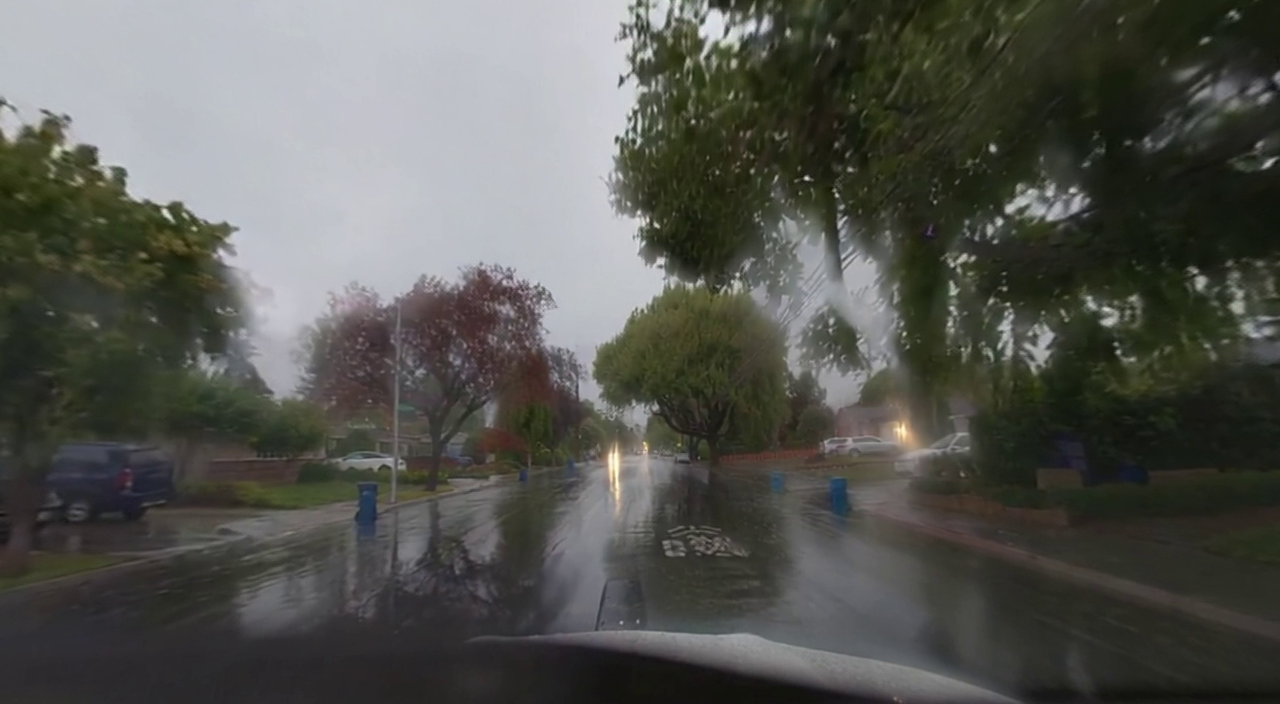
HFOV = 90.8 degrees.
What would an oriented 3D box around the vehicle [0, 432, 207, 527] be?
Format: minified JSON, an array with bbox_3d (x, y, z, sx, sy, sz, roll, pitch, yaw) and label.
[{"bbox_3d":[-12.934,2.794,14.183,4.909,1.914,2.082,-1,-9,4],"label":"vehicle"}]

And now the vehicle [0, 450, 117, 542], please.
[{"bbox_3d":[-12.831,2.607,11.822,4.406,1.539,1.912,0,-9,2],"label":"vehicle"}]

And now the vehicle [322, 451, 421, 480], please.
[{"bbox_3d":[-14.067,5.903,33.124,4.477,1.449,1.922,5,-10,-31],"label":"vehicle"}]

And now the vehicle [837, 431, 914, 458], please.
[{"bbox_3d":[16.404,6.500,44.192,4.562,1.832,1.987,0,-9,-1],"label":"vehicle"}]

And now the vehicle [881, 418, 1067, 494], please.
[{"bbox_3d":[10.432,3.274,20.001,4.697,1.604,1.838,-8,-9,-3],"label":"vehicle"}]
